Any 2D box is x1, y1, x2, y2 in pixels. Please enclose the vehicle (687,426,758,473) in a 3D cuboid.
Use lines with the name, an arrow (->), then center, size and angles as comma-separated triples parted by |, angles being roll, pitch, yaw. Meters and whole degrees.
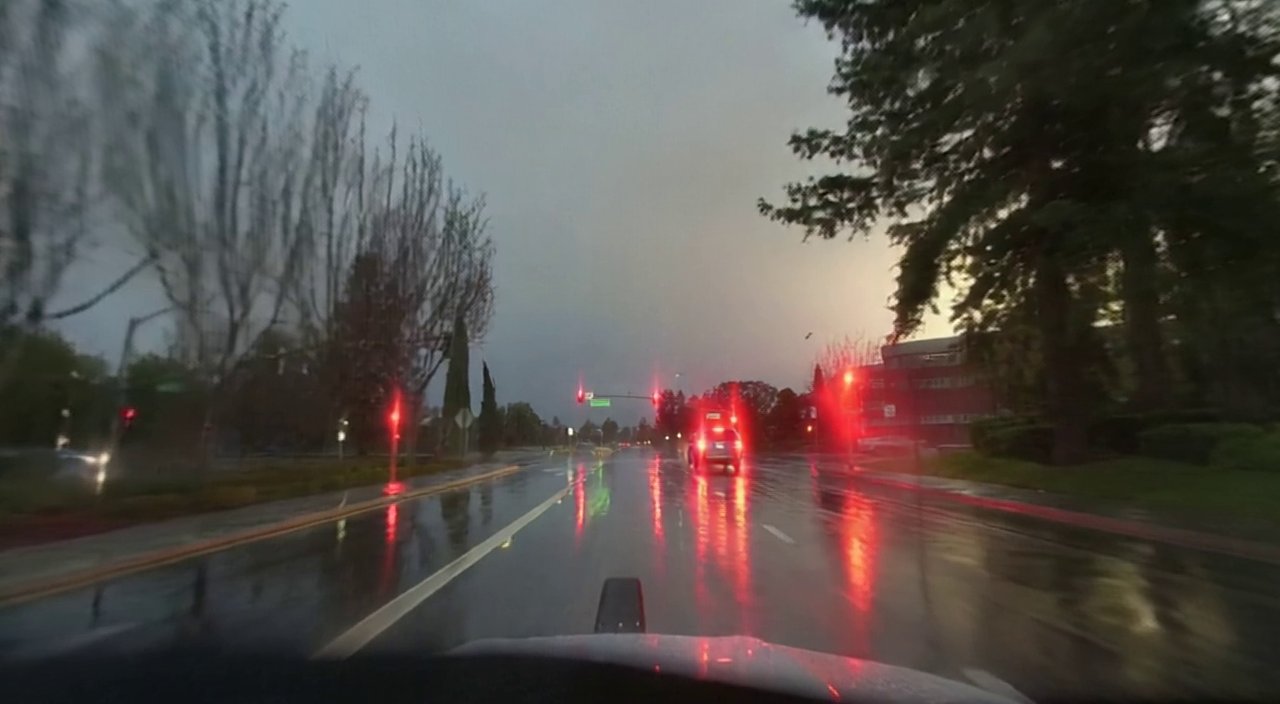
vehicle -> 3.359, 4.126, 26.875 | 2.229, 1.795, 4.927 | 0, -9, -2

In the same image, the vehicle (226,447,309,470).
vehicle -> -27.002, 7.723, 45.916 | 4.737, 1.659, 2.042 | 0, -9, -2
